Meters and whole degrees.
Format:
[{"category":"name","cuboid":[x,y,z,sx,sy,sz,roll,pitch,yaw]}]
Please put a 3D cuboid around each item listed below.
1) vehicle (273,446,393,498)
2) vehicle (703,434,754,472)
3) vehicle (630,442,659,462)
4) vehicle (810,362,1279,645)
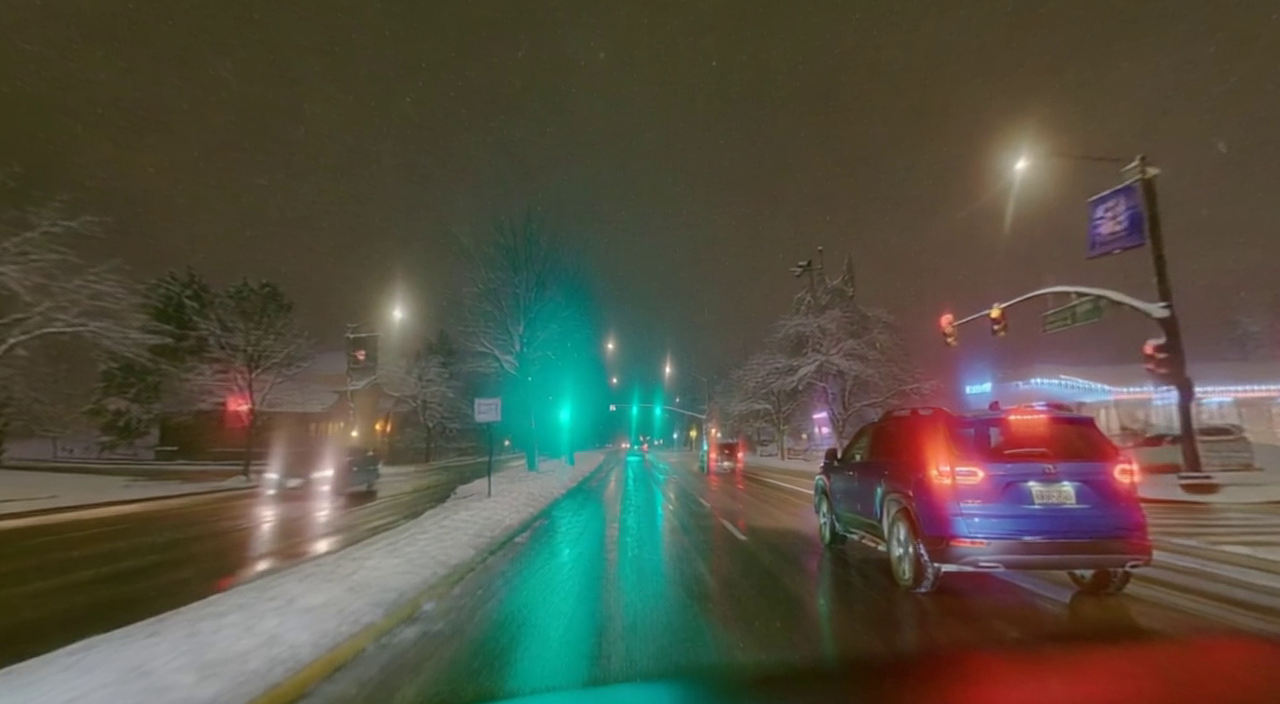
[{"category":"vehicle","cuboid":[-9.772,3.802,20.455,1.932,1.483,4.246,1,-8,-3]},{"category":"vehicle","cuboid":[4.506,5.241,32.889,2.085,1.828,5.383,0,-8,3]},{"category":"vehicle","cuboid":[0.332,7.700,48.565,2.131,1.474,4.146,0,-8,1]},{"category":"vehicle","cuboid":[3.374,1.317,6.419,2.033,1.865,4.360,0,-8,0]}]
